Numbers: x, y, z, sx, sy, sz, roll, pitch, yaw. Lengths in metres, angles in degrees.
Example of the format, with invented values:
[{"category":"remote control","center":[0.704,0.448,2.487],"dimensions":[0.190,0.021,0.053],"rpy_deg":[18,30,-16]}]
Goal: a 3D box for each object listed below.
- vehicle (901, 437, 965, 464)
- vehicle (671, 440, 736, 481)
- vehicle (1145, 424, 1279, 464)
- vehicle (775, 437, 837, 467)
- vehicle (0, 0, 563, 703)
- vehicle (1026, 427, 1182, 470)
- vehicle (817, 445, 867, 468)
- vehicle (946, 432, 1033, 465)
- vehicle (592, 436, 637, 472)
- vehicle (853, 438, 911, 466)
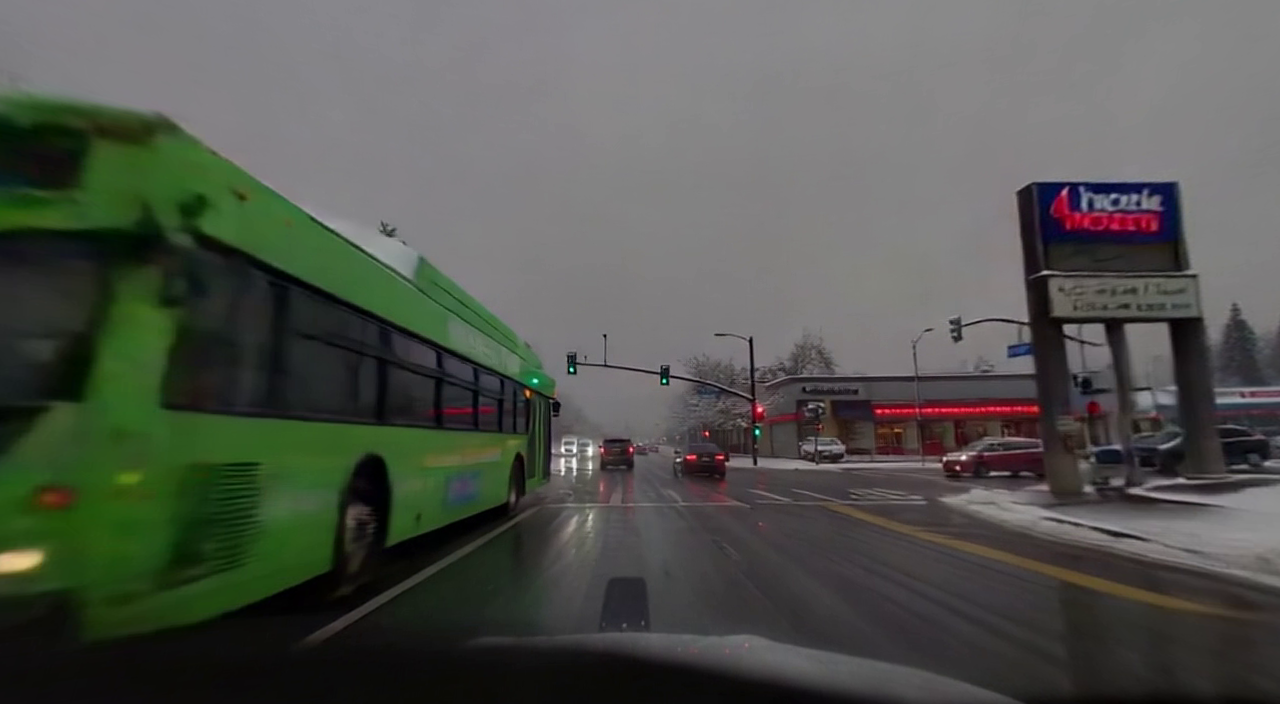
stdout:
[{"category":"vehicle","center":[19.749,6.662,42.684],"dimensions":[2.143,1.731,4.290],"rpy_deg":[1,-8,-2]},{"category":"vehicle","center":[2.522,4.447,26.136],"dimensions":[2.046,1.540,3.883],"rpy_deg":[1,-8,-4]},{"category":"vehicle","center":[35.274,5.645,38.714],"dimensions":[6.271,2.145,2.510],"rpy_deg":[-2,-8,-1]},{"category":"vehicle","center":[11.056,6.714,42.418],"dimensions":[2.304,1.907,4.844],"rpy_deg":[1,-9,-8]},{"category":"vehicle","center":[-3.629,1.130,9.313],"dimensions":[3.018,3.217,13.998],"rpy_deg":[0,-8,1]},{"category":"vehicle","center":[22.482,4.684,30.736],"dimensions":[5.766,2.002,2.298],"rpy_deg":[0,-9,-1]},{"category":"vehicle","center":[13.523,6.996,42.346],"dimensions":[1.860,1.443,3.772],"rpy_deg":[0,-8,-5]},{"category":"vehicle","center":[23.392,6.428,42.489],"dimensions":[2.384,1.959,5.372],"rpy_deg":[-2,-7,-6]},{"category":"vehicle","center":[-1.390,5.513,34.315],"dimensions":[2.301,1.837,4.411],"rpy_deg":[0,-8,-2]},{"category":"vehicle","center":[16.341,6.776,42.874],"dimensions":[2.020,1.796,4.600],"rpy_deg":[0,-8,-2]}]
